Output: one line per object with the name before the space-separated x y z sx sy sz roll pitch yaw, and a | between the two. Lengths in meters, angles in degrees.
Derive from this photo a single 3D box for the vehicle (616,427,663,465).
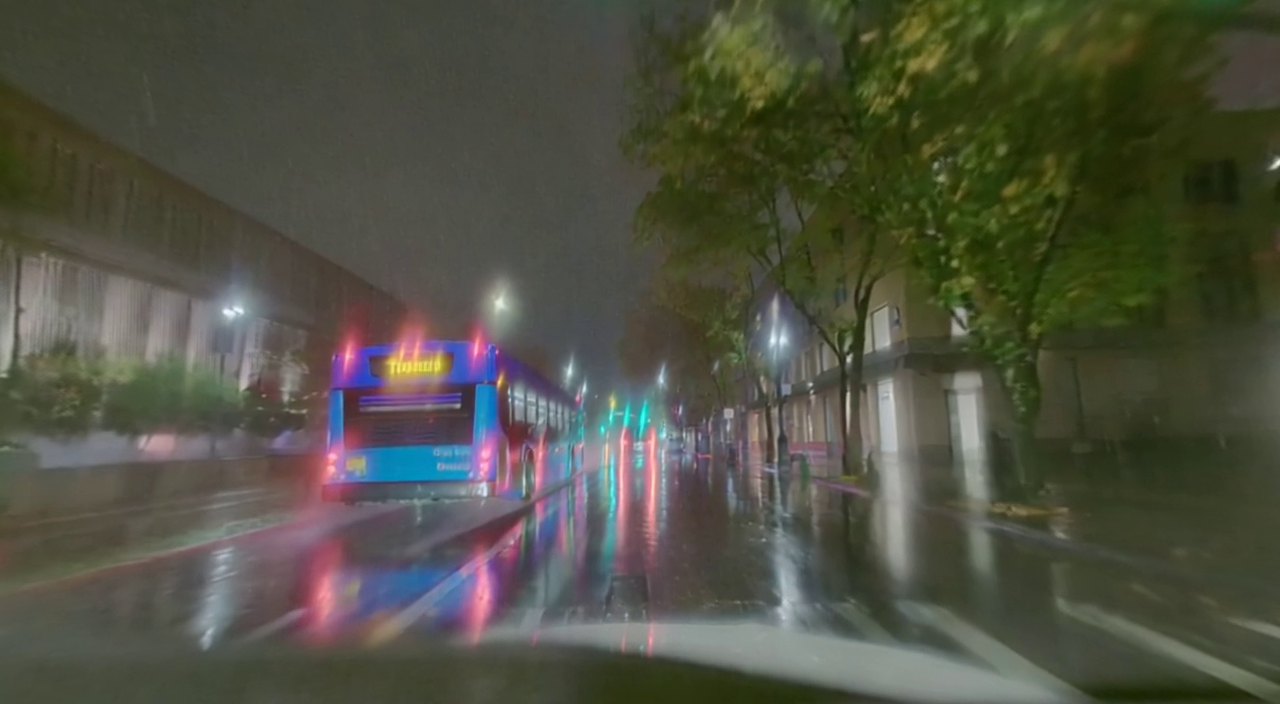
vehicle | -0.014 4.602 30.944 2.120 1.727 3.917 0 -8 0

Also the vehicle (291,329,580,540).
vehicle | -3.194 1.699 12.961 2.920 2.884 8.588 0 -8 1
